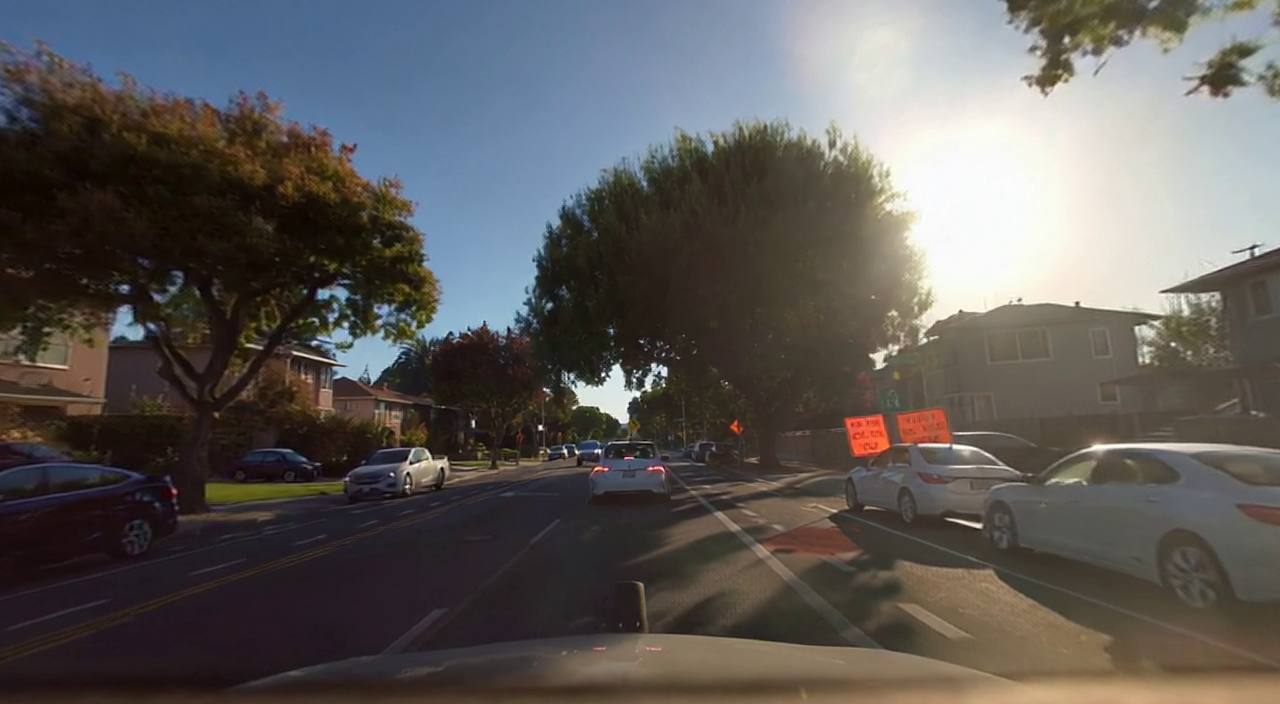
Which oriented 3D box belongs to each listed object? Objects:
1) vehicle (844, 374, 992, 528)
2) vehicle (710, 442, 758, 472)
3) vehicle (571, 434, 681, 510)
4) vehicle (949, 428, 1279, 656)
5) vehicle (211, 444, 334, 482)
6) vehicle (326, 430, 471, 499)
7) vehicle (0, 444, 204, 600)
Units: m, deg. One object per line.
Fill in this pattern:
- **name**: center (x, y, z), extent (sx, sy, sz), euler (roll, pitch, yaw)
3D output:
- **vehicle**: center (5.263, 1.887, 12.288), extent (1.409, 2.648, 2.645), euler (0, -8, -4)
- **vehicle**: center (4.928, 5.527, 33.429), extent (1.985, 1.481, 4.116), euler (0, -8, 1)
- **vehicle**: center (-0.248, 2.667, 14.499), extent (2.151, 1.481, 4.084), euler (0, -8, 1)
- **vehicle**: center (5.107, 1.534, 6.073), extent (1.864, 1.480, 4.587), euler (0, -8, -1)
- **vehicle**: center (-16.646, 5.032, 28.664), extent (4.468, 1.517, 1.796), euler (-1, -9, -2)
- **vehicle**: center (-8.149, 3.868, 22.170), extent (2.659, 2.047, 6.014), euler (0, -8, 1)
- **vehicle**: center (-7.981, 1.983, 7.772), extent (2.036, 1.676, 4.440), euler (0, -8, -1)
